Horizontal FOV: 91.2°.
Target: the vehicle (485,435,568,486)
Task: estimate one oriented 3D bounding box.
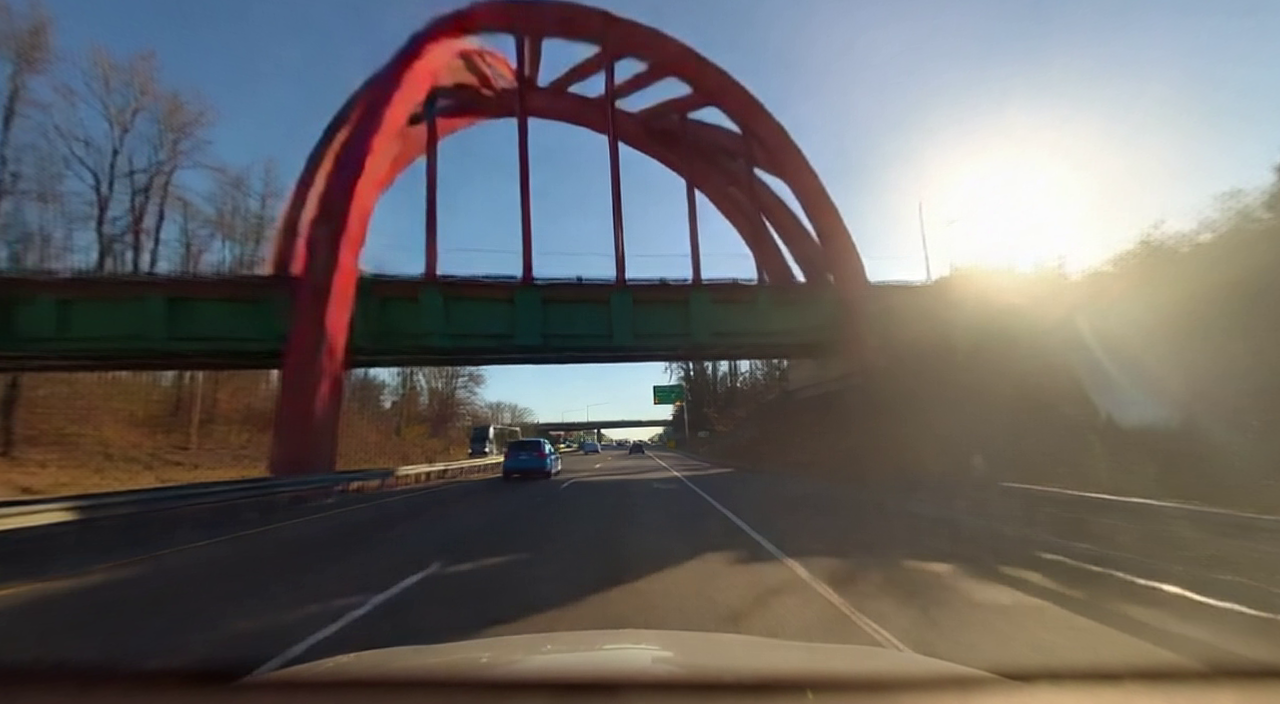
[{"bbox_3d":[-3.816,3.736,21.918,2.052,1.556,4.405,0,-8,0],"label":"vehicle"}]
